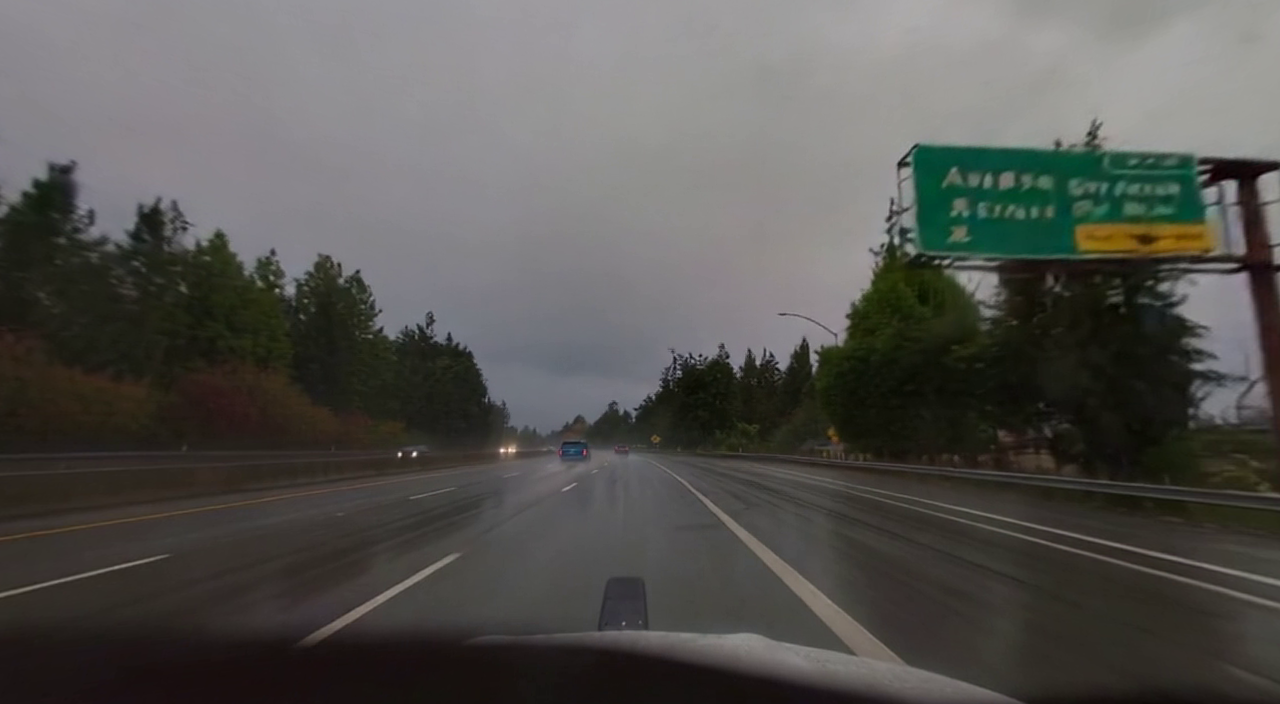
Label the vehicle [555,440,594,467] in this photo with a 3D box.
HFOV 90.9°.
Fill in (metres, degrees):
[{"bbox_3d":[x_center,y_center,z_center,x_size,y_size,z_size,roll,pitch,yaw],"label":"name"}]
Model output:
[{"bbox_3d":[-4.387,6.887,42.857,2.162,1.724,4.537,0,-8,-1],"label":"vehicle"}]
